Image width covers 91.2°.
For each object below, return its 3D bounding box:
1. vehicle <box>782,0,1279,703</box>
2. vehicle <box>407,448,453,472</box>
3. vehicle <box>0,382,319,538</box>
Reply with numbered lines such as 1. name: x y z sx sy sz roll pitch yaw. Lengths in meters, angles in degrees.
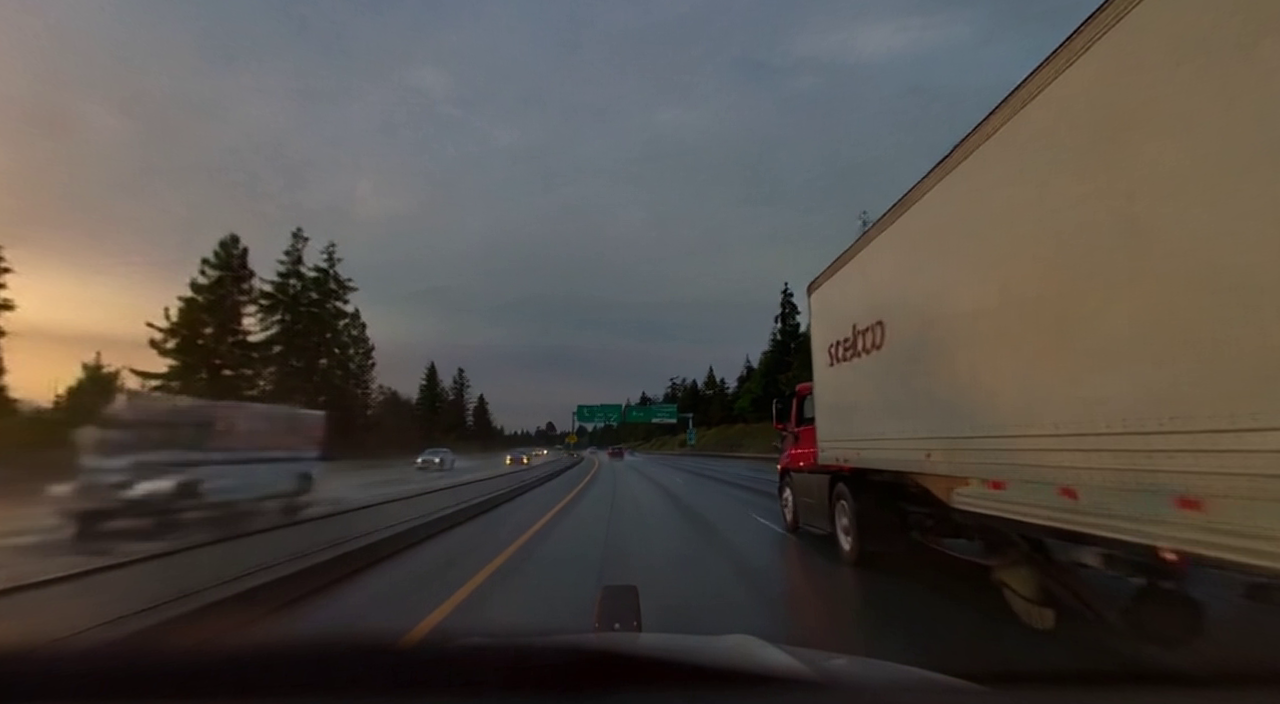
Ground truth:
1. vehicle: 4.433 0.324 7.237 3.016 3.971 10.405 0 -9 0
2. vehicle: -15.057 7.730 45.119 1.928 1.599 4.549 0 -9 -2
3. vehicle: -9.586 2.210 13.272 2.491 2.522 5.985 0 -9 -1
